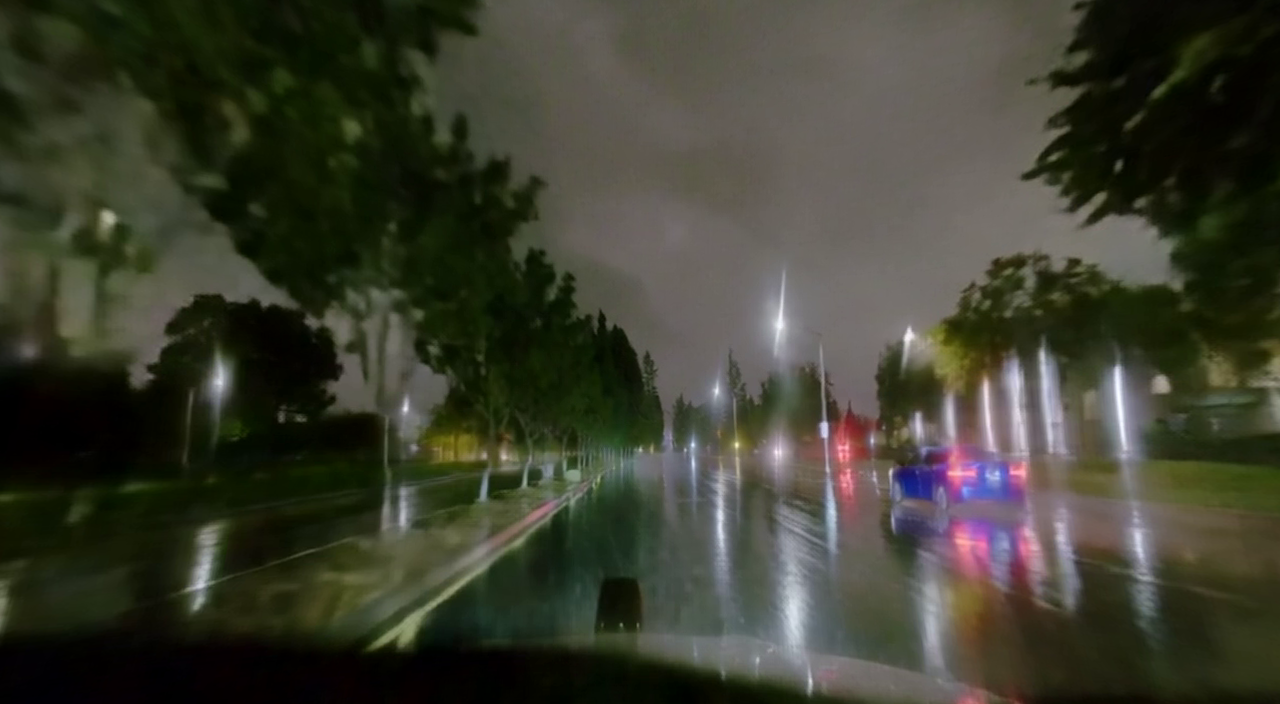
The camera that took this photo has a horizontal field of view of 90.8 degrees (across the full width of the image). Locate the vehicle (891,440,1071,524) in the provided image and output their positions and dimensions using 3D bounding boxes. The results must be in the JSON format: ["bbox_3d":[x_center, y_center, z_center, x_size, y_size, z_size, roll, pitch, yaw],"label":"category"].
[{"bbox_3d":[6.908,2.637,13.259,1.797,1.518,3.433,0,-9,0],"label":"vehicle"}]
